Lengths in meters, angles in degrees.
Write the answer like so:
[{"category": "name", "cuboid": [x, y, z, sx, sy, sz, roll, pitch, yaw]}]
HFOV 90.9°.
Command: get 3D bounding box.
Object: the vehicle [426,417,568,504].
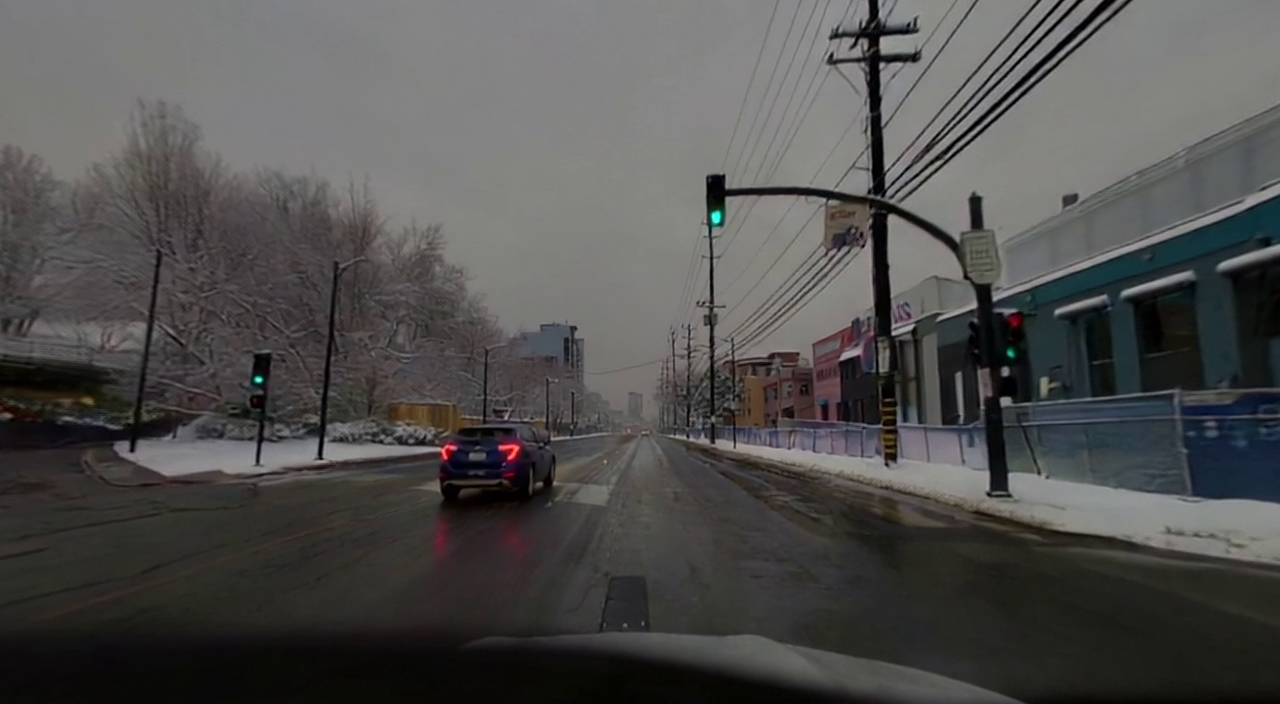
[{"category": "vehicle", "cuboid": [-2.928, 2.359, 14.090, 2.036, 1.589, 4.549, -1, -8, 1]}]
